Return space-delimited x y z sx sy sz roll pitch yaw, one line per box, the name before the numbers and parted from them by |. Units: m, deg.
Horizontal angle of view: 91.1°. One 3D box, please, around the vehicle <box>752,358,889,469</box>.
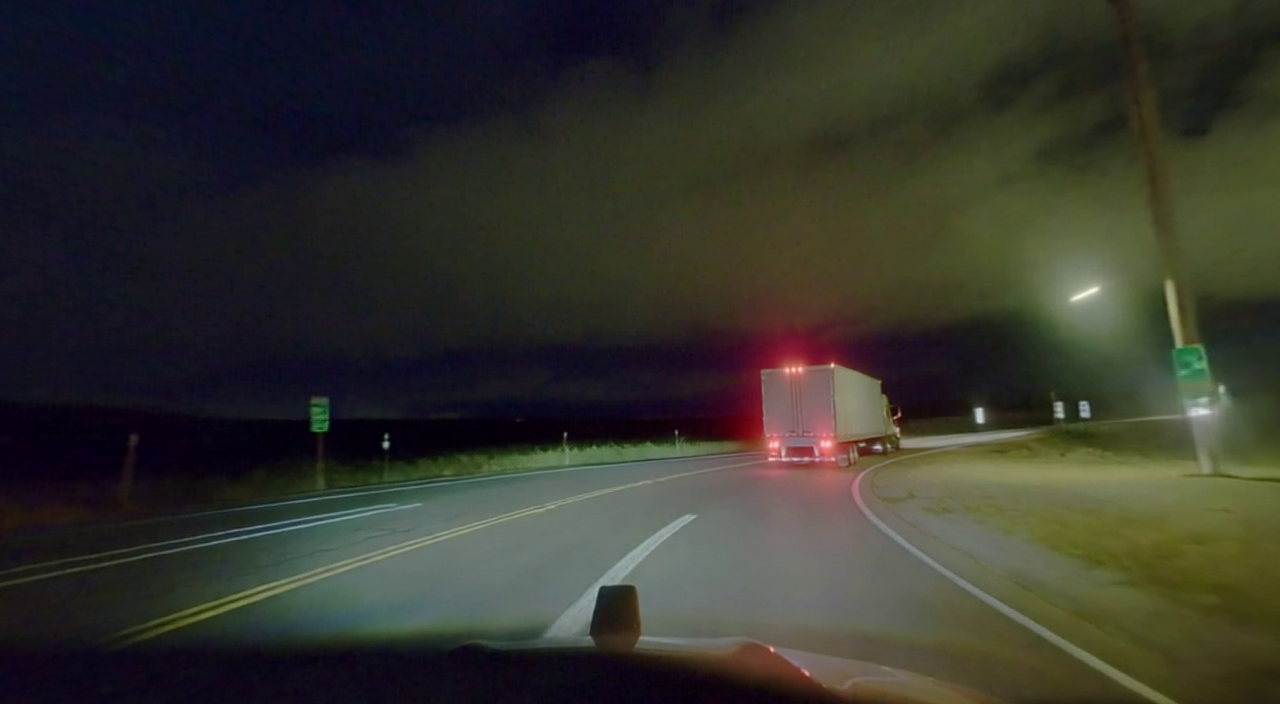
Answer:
vehicle | 7.953 2.734 26.376 2.837 3.712 10.484 -5 -9 30
